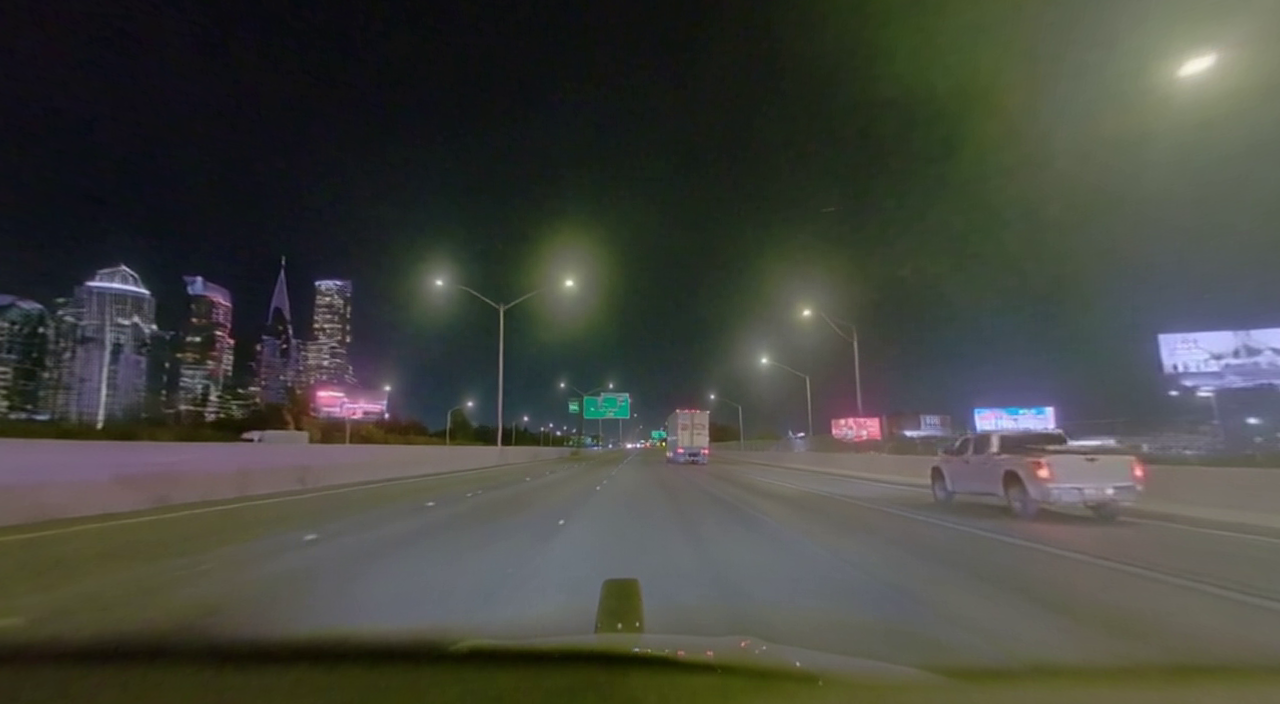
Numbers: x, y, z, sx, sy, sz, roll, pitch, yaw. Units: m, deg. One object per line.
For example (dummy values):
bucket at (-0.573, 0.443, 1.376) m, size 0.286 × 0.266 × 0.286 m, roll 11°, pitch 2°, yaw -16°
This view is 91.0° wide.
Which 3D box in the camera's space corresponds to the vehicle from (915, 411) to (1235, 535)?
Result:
vehicle at (8.062, 2.331, 12.663) m, size 2.544 × 1.947 × 5.288 m, roll 0°, pitch -9°, yaw -1°
